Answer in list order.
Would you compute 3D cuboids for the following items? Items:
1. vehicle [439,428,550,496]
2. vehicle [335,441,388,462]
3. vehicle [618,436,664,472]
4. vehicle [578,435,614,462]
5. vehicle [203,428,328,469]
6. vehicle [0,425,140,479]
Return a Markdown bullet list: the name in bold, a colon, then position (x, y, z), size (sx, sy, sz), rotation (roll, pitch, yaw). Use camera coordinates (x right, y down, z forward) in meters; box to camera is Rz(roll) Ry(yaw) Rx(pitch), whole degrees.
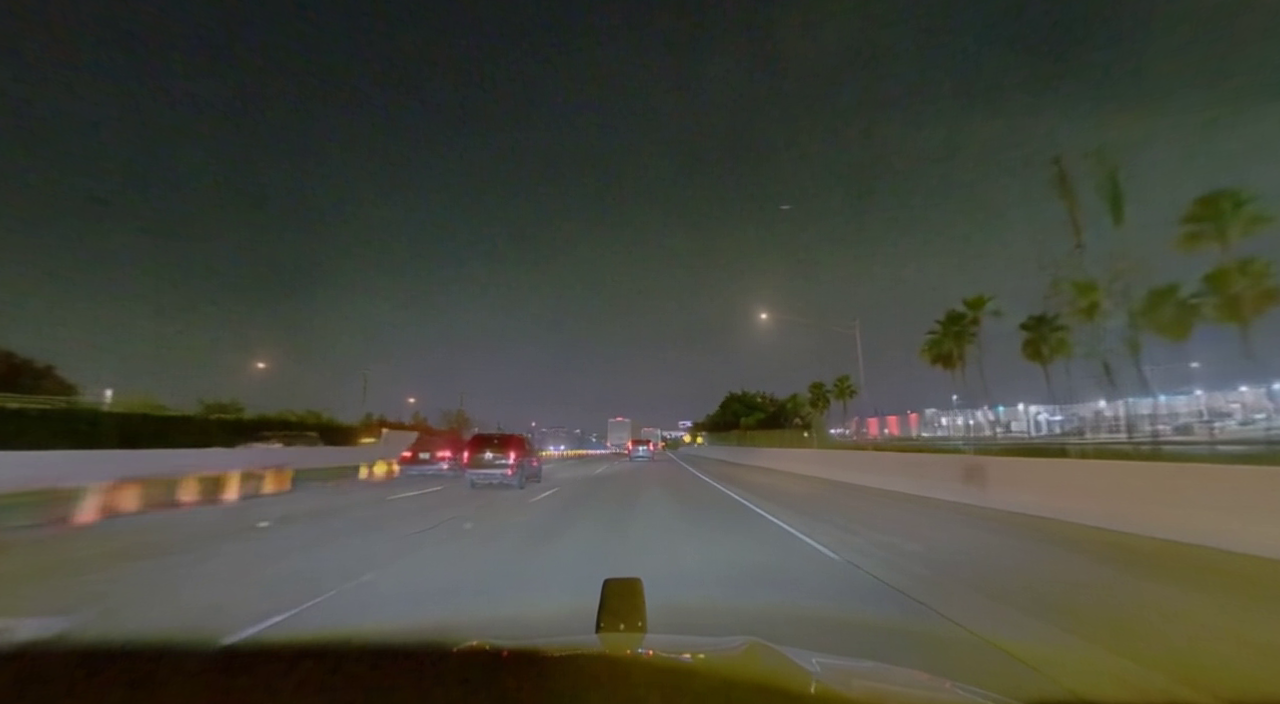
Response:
- **vehicle**: position (-4.121, 3.199, 18.748), size (2.108, 1.740, 4.549), rotation (0, -8, 2)
- **vehicle**: position (-20.785, 7.451, 47.204), size (1.755, 1.460, 4.353), rotation (-1, -8, 3)
- **vehicle**: position (0.085, 5.076, 31.523), size (2.136, 1.678, 4.052), rotation (0, -8, 1)
- **vehicle**: position (-3.366, 7.505, 49.034), size (2.203, 1.958, 4.848), rotation (-1, -8, 2)
- **vehicle**: position (-17.641, 4.593, 30.166), size (2.256, 1.779, 5.718), rotation (-1, -8, 3)
- **vehicle**: position (-21.861, 3.674, 23.326), size (2.162, 1.745, 5.317), rotation (-1, -8, 2)
